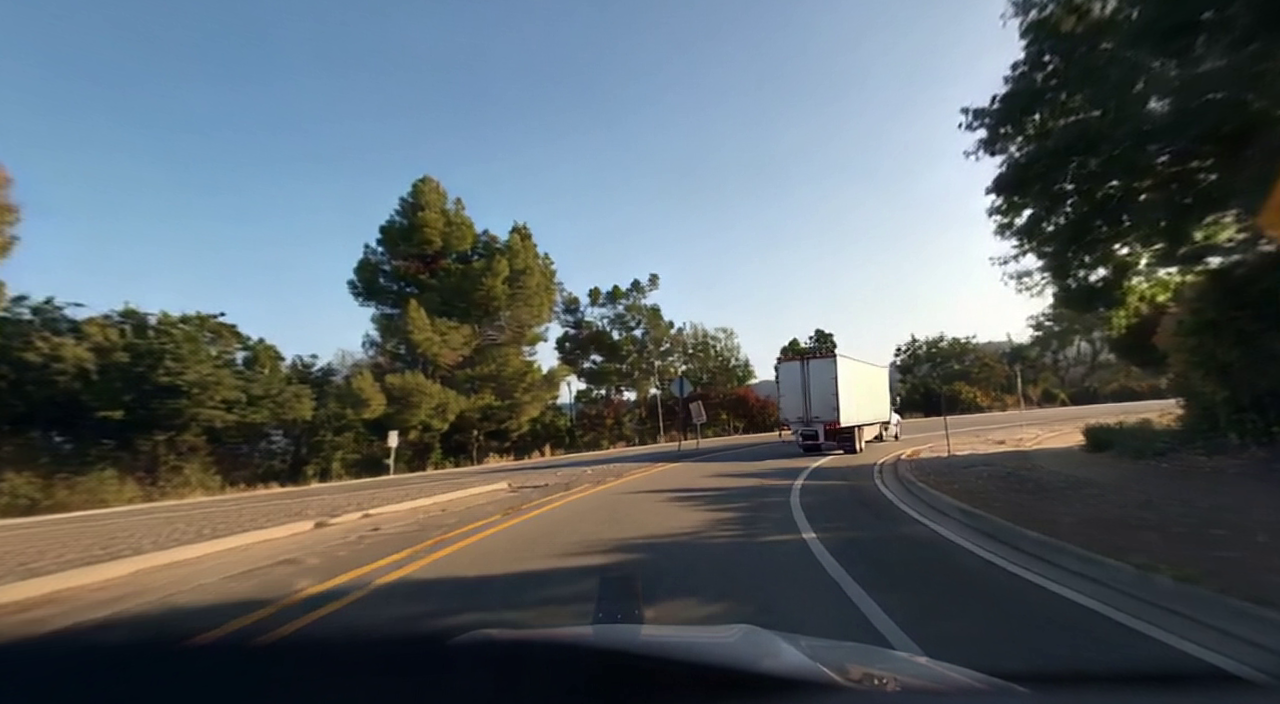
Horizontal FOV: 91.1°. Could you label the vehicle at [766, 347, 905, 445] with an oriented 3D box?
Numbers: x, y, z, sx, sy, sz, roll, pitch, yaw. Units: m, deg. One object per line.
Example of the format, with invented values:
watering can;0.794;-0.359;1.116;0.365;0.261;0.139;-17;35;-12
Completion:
vehicle;9.366;2.362;28.967;2.837;3.712;10.484;-6;-10;35
